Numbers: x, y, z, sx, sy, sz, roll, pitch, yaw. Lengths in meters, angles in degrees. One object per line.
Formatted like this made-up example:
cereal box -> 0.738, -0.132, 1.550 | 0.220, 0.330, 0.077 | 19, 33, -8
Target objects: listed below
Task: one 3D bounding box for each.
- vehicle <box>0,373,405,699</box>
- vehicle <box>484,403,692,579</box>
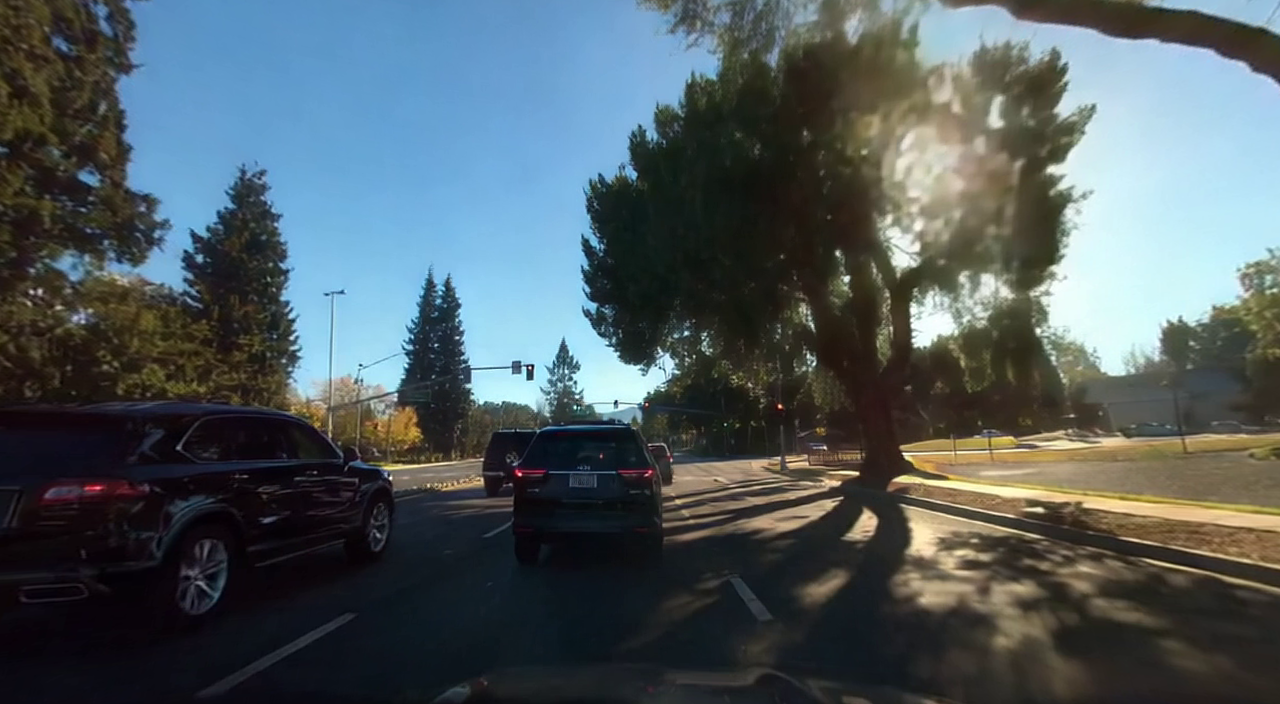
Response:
vehicle -> -3.987, 1.275, 5.578 | 2.009, 1.673, 4.454 | 0, -8, 1
vehicle -> -0.485, 1.797, 9.076 | 2.131, 1.793, 5.016 | 0, -8, 1
